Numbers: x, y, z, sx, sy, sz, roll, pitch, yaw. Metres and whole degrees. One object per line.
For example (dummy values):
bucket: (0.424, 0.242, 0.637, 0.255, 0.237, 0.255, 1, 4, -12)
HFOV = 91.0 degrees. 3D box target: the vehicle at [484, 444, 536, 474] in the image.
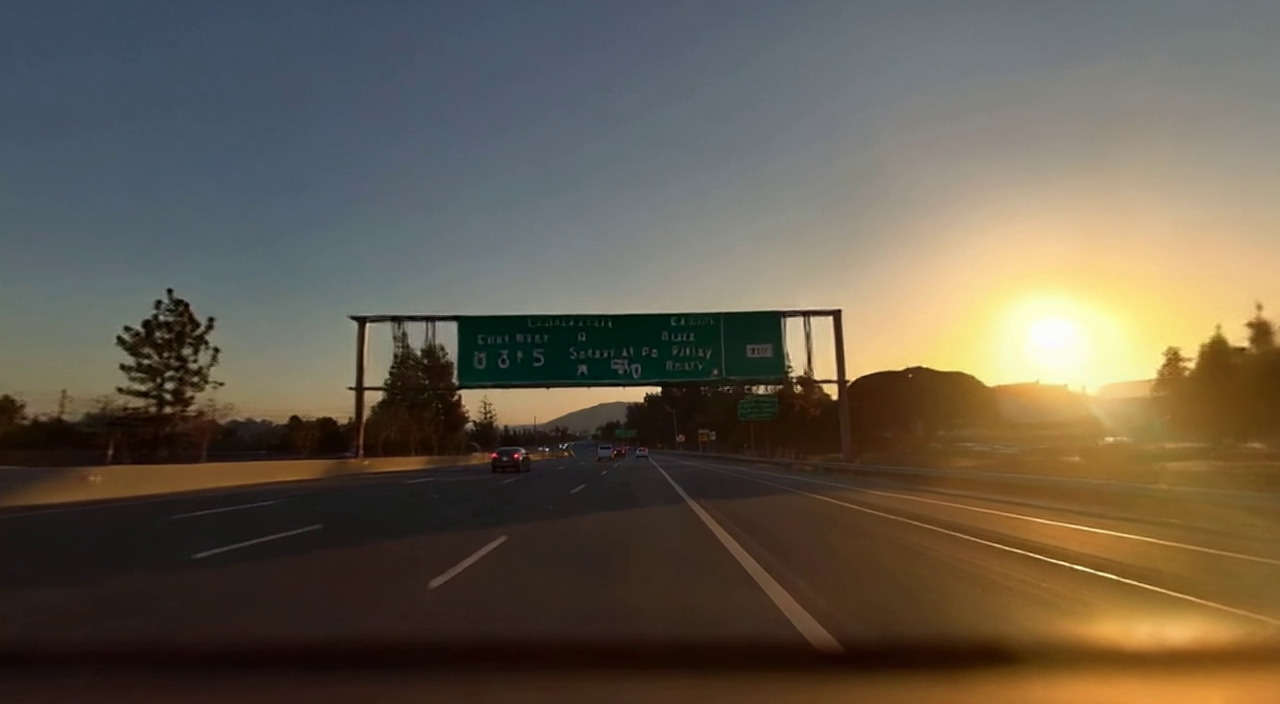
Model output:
vehicle: (-7.120, 5.903, 34.934, 1.985, 1.513, 4.172, 0, -9, 1)
